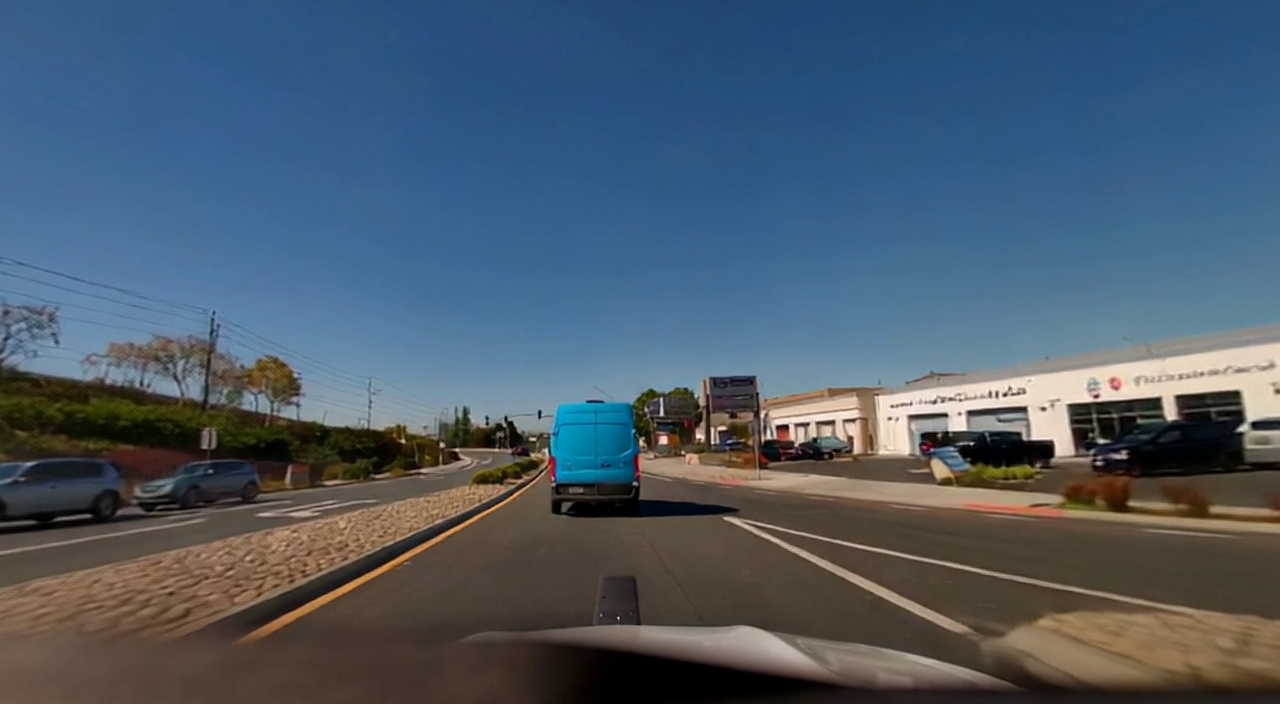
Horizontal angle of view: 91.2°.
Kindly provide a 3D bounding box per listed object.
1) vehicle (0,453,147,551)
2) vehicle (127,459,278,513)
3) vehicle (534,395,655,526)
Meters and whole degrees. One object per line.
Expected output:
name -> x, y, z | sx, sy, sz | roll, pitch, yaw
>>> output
vehicle -> -12.260, 2.903, 12.374 | 2.114, 1.668, 3.747 | -2, -9, -3
vehicle -> -15.918, 4.840, 23.165 | 1.938, 1.688, 4.523 | -1, -9, 7
vehicle -> -1.223, 2.638, 15.626 | 2.432, 2.624, 5.670 | 1, -9, -6
